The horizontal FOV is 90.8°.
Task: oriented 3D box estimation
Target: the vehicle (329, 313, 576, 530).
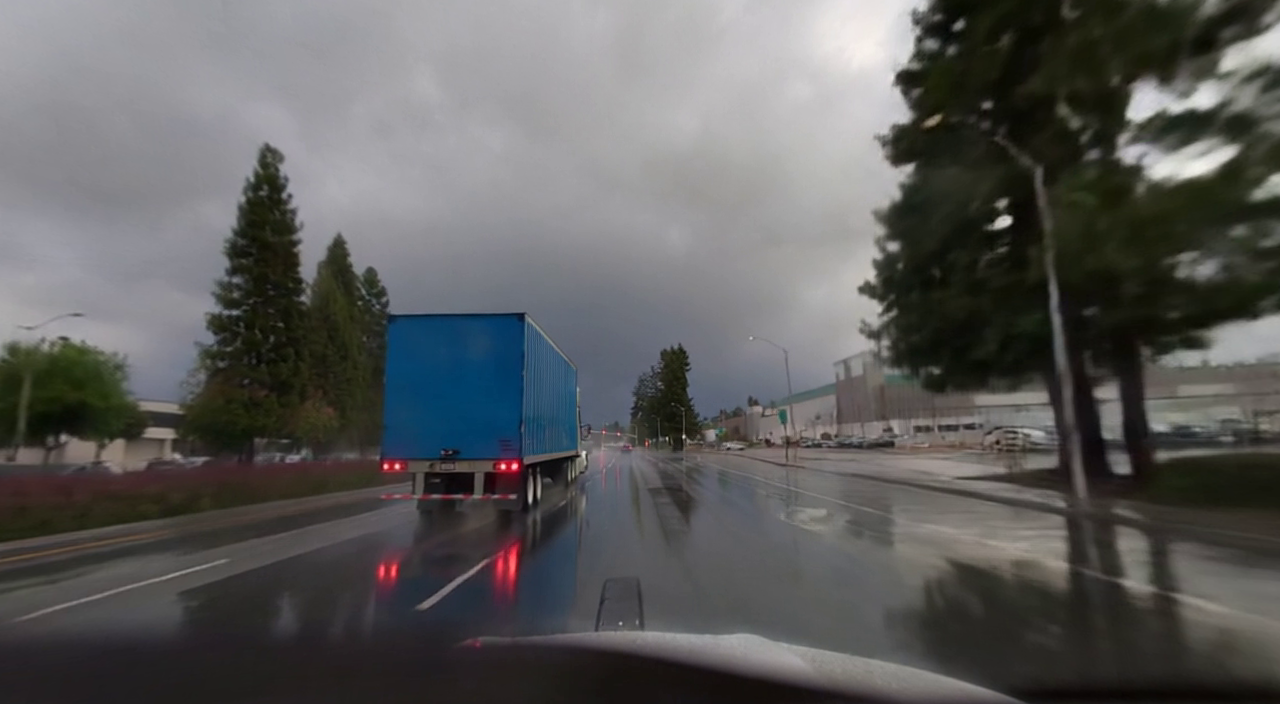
[{"bbox_3d":[-3.344,1.666,14.155,2.910,3.419,8.376,0,-8,0],"label":"vehicle"}]
